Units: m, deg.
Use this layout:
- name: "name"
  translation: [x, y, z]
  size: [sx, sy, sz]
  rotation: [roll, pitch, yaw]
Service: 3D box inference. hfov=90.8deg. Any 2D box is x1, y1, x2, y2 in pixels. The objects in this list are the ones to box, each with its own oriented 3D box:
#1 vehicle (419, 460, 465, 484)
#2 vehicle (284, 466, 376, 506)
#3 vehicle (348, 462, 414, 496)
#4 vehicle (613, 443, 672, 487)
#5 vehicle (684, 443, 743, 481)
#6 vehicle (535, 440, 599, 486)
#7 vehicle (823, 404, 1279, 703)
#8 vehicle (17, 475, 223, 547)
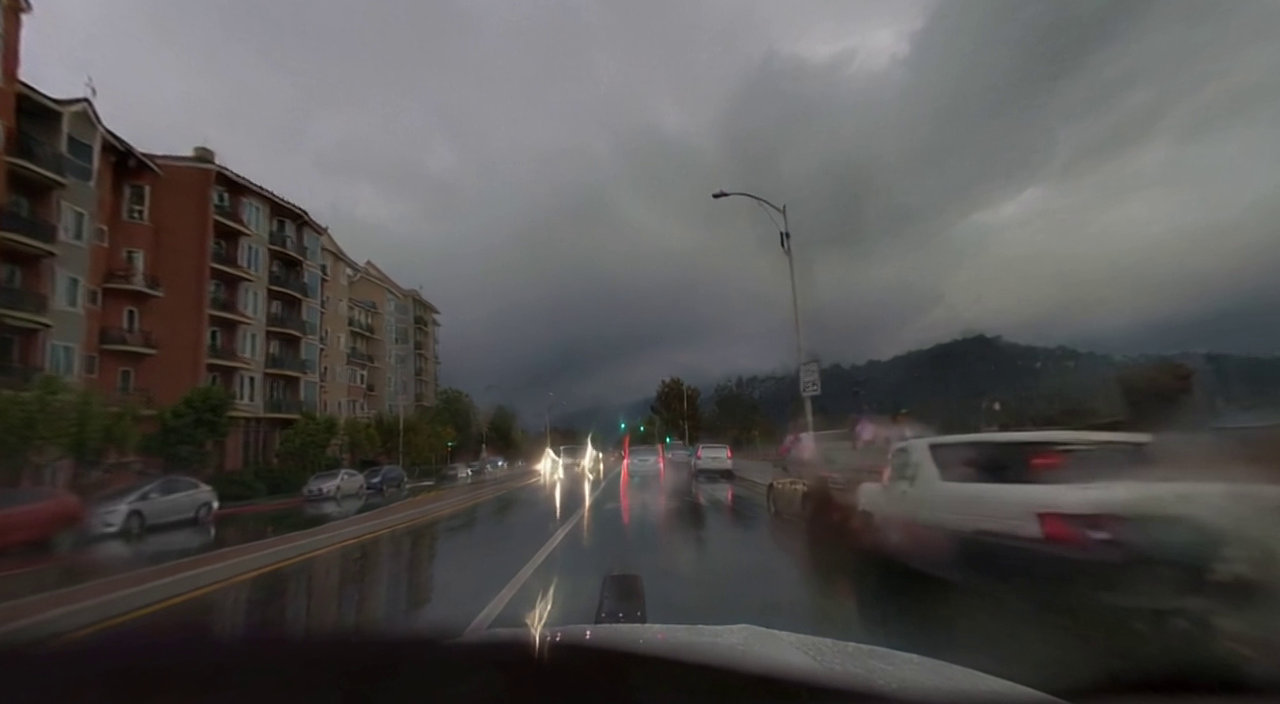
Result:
- name: "vehicle"
  translation: [-13.735, 8.327, 44.021]
  size: [1.844, 1.499, 4.421]
  rotation: [0, -9, -1]
- name: "vehicle"
  translation: [-13.715, 5.926, 28.278]
  size: [1.907, 1.480, 4.498]
  rotation: [0, -9, -1]
- name: "vehicle"
  translation: [-13.672, 6.694, 33.600]
  size: [1.839, 1.594, 4.055]
  rotation: [0, -9, -1]
- name: "vehicle"
  translation: [0.102, 4.226, 23.844]
  size: [2.026, 1.496, 3.701]
  rotation: [0, -9, 0]
- name: "vehicle"
  translation: [3.179, 4.883, 28.414]
  size: [2.077, 1.532, 4.694]
  rotation: [0, -9, 0]
- name: "vehicle"
  translation: [-2.915, 4.559, 26.238]
  size: [2.065, 1.705, 4.353]
  rotation: [0, -9, 1]
- name: "vehicle"
  translation: [3.108, 1.384, 5.423]
  size: [1.828, 1.565, 4.392]
  rotation: [0, -9, 1]
- name: "vehicle"
  translation: [-13.689, 4.177, 17.054]
  size: [1.837, 1.470, 4.263]
  rotation: [0, -9, 1]
